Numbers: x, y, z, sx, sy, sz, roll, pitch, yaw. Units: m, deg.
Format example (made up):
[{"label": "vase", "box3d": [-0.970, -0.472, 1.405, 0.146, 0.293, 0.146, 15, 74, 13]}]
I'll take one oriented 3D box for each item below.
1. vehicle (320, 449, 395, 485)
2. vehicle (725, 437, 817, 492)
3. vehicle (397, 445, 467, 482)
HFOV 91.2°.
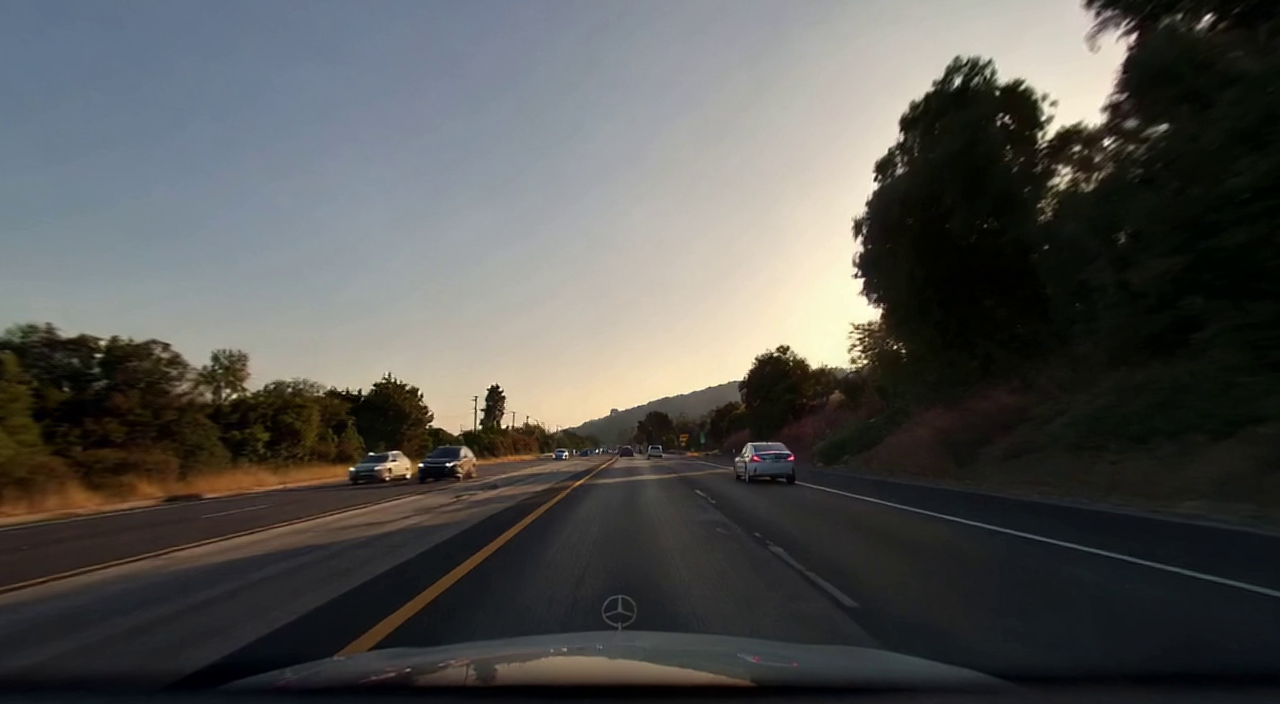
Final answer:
[{"label": "vehicle", "box3d": [-14.096, 5.741, 31.604, 1.966, 1.626, 4.331, 0, -9, -3]}, {"label": "vehicle", "box3d": [4.054, 3.555, 20.099, 2.001, 1.555, 4.098, 0, -9, 0]}, {"label": "vehicle", "box3d": [-9.953, 5.361, 30.401, 1.989, 1.630, 4.358, 0, -9, -1]}]
